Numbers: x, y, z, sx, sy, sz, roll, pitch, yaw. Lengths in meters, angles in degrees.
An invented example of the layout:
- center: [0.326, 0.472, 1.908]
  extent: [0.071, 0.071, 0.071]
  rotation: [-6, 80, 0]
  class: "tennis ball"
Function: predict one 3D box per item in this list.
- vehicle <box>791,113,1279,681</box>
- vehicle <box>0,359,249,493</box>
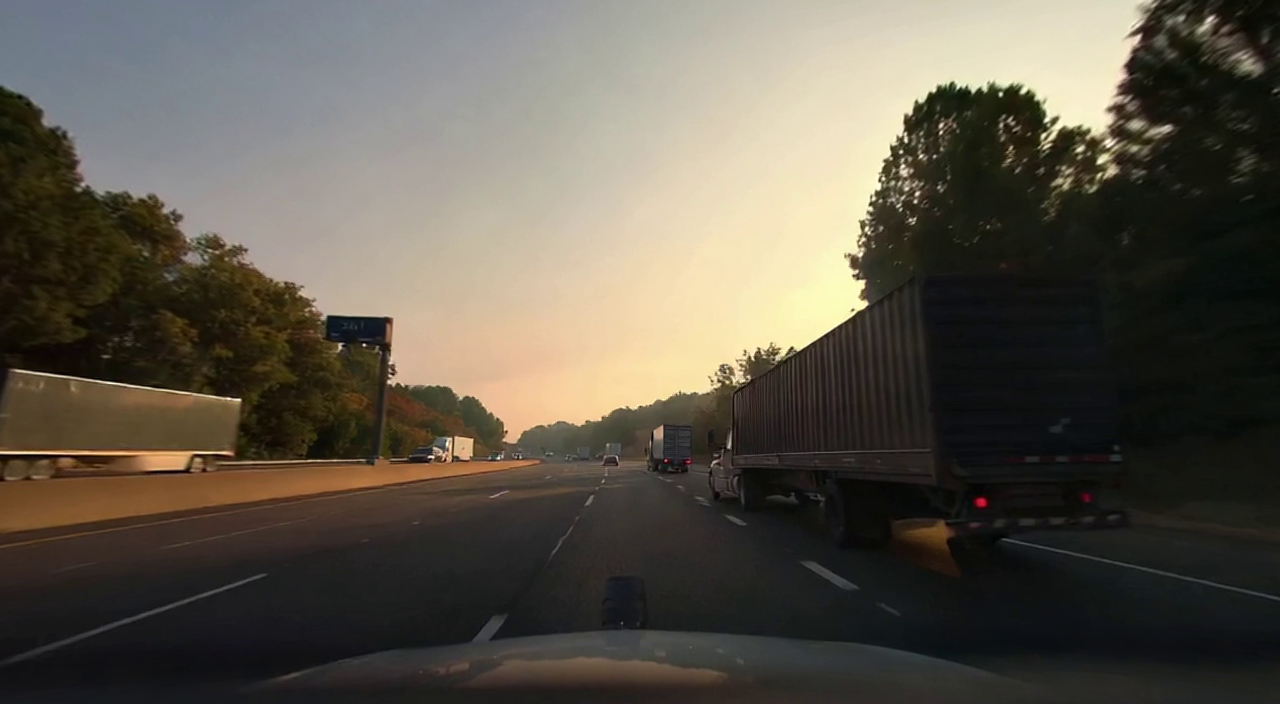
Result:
- center: [4.319, 0.738, 7.877]
  extent: [2.832, 3.839, 7.263]
  rotation: [0, -9, -1]
  class: "vehicle"
- center: [-21.030, 3.088, 24.402]
  extent: [2.921, 4.005, 14.421]
  rotation: [0, -9, -2]
  class: "vehicle"
